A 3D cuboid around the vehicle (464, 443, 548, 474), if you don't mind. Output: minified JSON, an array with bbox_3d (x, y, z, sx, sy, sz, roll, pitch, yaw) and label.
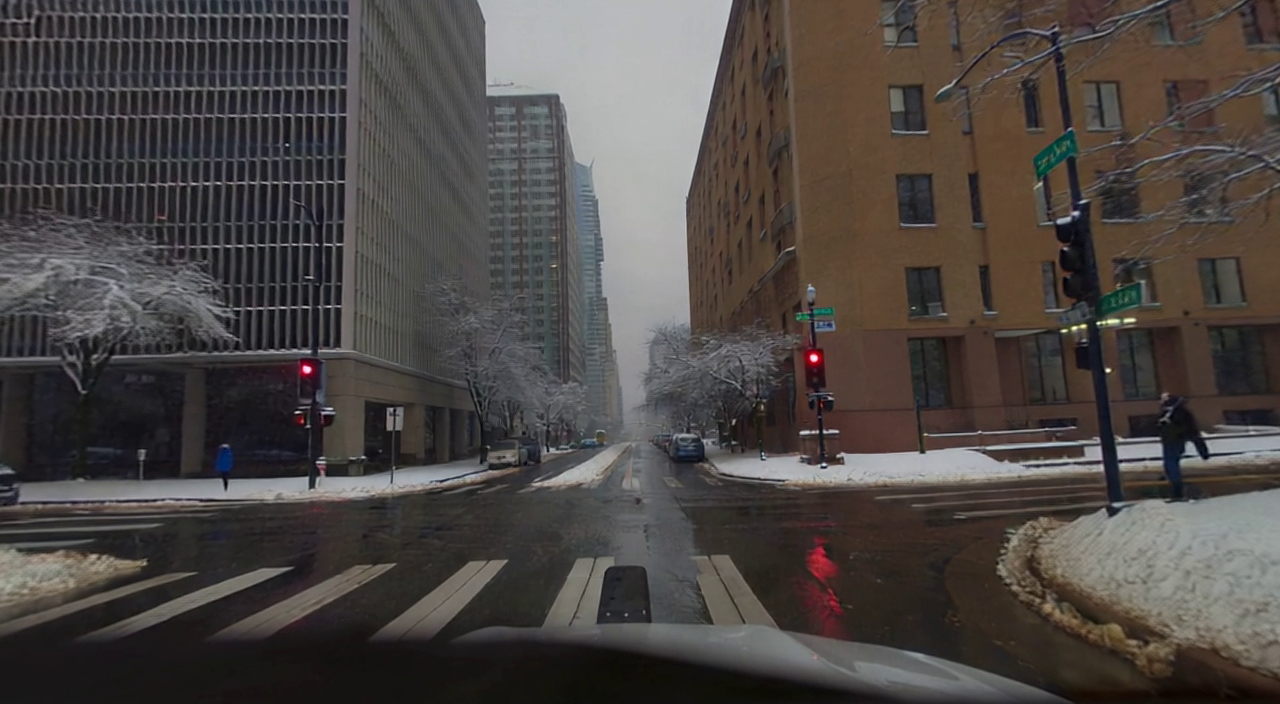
[{"bbox_3d":[-8.021,6.366,38.019,4.526,1.726,1.963,8,-12,-44],"label":"vehicle"}]

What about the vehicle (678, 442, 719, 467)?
[{"bbox_3d":[3.539,6.275,38.859,1.853,1.426,4.160,1,-8,-3],"label":"vehicle"}]

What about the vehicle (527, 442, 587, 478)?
[{"bbox_3d":[-3.666,4.847,28.637,1.989,1.481,4.500,0,-8,1],"label":"vehicle"}]
